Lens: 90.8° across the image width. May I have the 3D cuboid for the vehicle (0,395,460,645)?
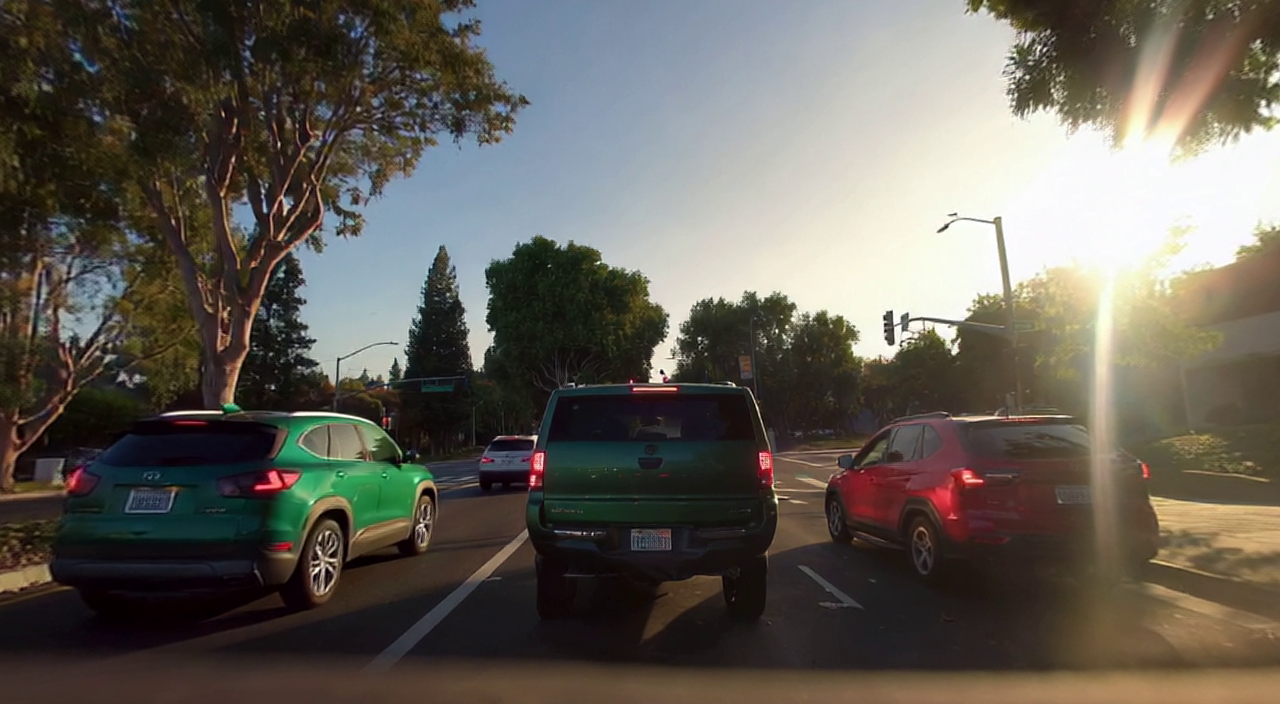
[{"bbox_3d":[-3.364,1.410,6.275,1.961,1.639,4.064,0,-9,0],"label":"vehicle"}]

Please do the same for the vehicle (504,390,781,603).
[{"bbox_3d":[0.001,1.486,7.253,2.294,1.761,3.857,0,-9,-1],"label":"vehicle"}]

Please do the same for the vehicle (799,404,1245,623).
[{"bbox_3d":[3.473,1.554,7.042,2.202,1.657,4.298,0,-9,-1],"label":"vehicle"}]
